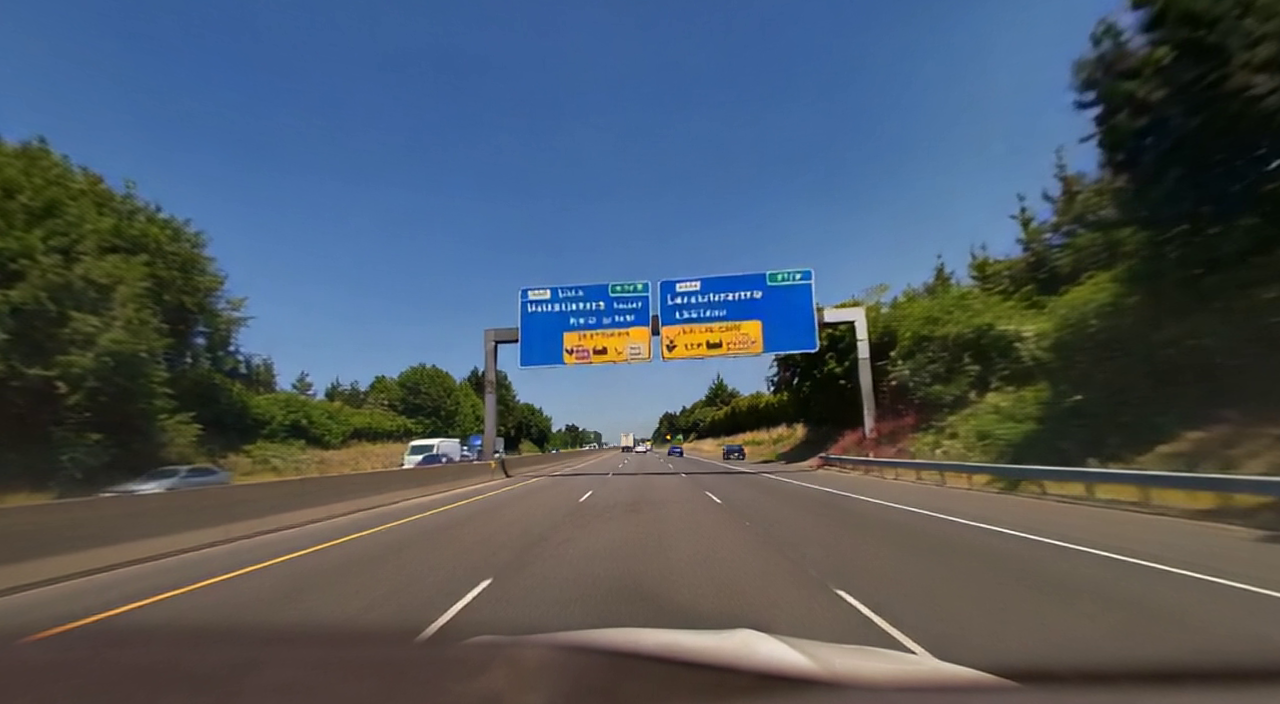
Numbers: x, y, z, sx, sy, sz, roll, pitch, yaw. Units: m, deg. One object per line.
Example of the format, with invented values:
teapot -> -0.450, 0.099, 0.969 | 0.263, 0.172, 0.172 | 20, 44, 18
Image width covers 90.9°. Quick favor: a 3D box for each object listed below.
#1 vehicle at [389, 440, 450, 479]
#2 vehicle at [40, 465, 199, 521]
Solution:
vehicle -> -15.461, 7.533, 44.509 | 2.281, 2.519, 5.502 | 0, -9, 0
vehicle -> -19.071, 5.146, 23.433 | 1.989, 1.749, 4.483 | 0, -9, 1
